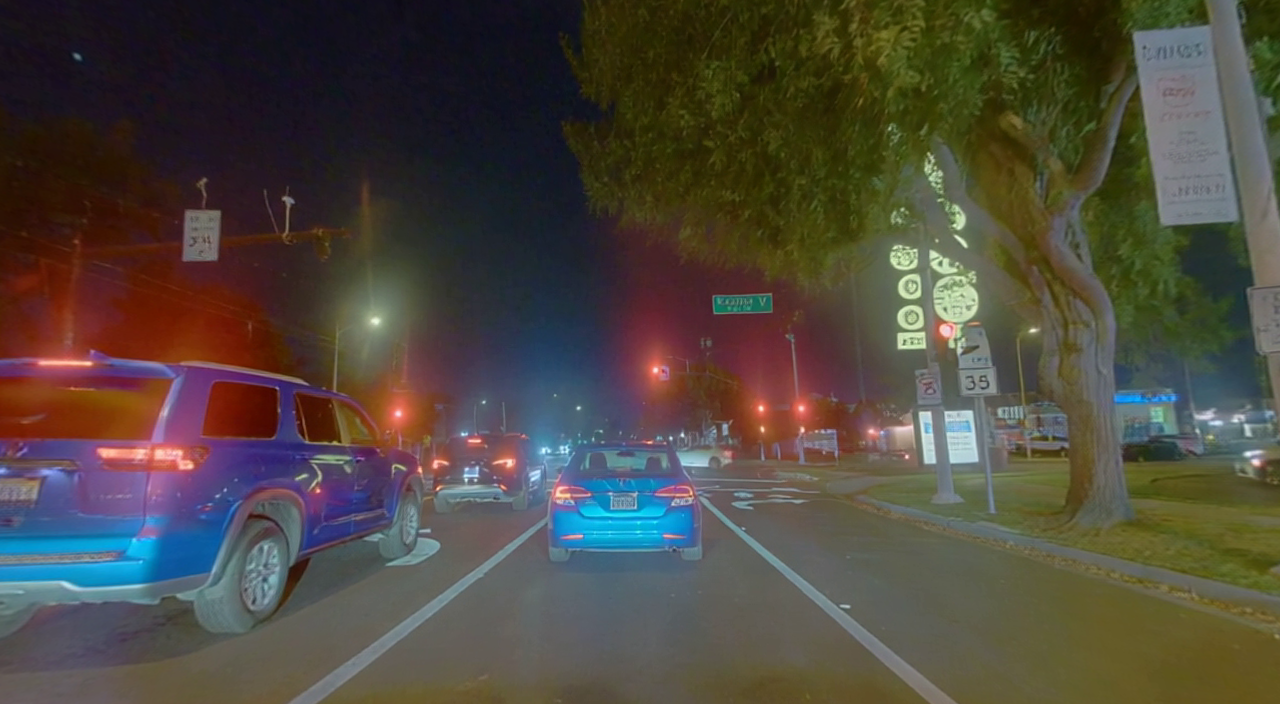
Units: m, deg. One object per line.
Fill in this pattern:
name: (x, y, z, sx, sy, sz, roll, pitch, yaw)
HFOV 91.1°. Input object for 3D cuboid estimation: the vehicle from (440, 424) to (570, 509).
vehicle: (-2.928, 2.591, 14.606, 2.047, 1.664, 4.148, 0, -8, 1)

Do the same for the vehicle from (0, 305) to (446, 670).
vehicle: (-3.815, 1.131, 6.221, 2.152, 2.118, 5.066, 0, -8, 0)

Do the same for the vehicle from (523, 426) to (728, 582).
vehicle: (-0.169, 1.778, 8.182, 1.966, 1.481, 4.146, 0, -8, -1)
